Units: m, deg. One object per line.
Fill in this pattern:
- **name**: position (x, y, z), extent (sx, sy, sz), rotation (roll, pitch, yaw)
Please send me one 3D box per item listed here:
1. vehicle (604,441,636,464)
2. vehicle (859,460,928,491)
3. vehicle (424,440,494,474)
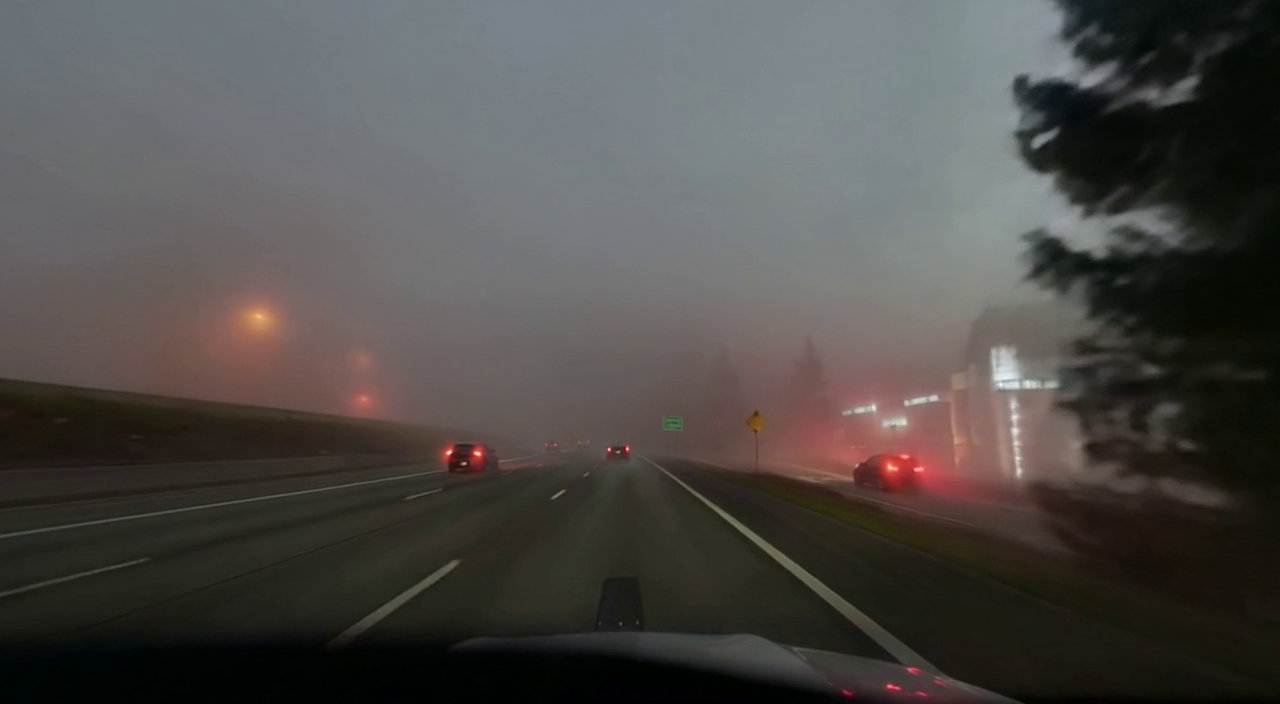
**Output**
- **vehicle**: position (-1.398, 6.782, 42.681), extent (2.038, 1.414, 4.357), rotation (0, -9, -3)
- **vehicle**: position (16.102, 7.813, 40.323), extent (2.023, 1.782, 4.193), rotation (2, -9, -11)
- **vehicle**: position (-8.323, 4.872, 29.484), extent (2.009, 1.454, 4.250), rotation (0, -9, -1)
